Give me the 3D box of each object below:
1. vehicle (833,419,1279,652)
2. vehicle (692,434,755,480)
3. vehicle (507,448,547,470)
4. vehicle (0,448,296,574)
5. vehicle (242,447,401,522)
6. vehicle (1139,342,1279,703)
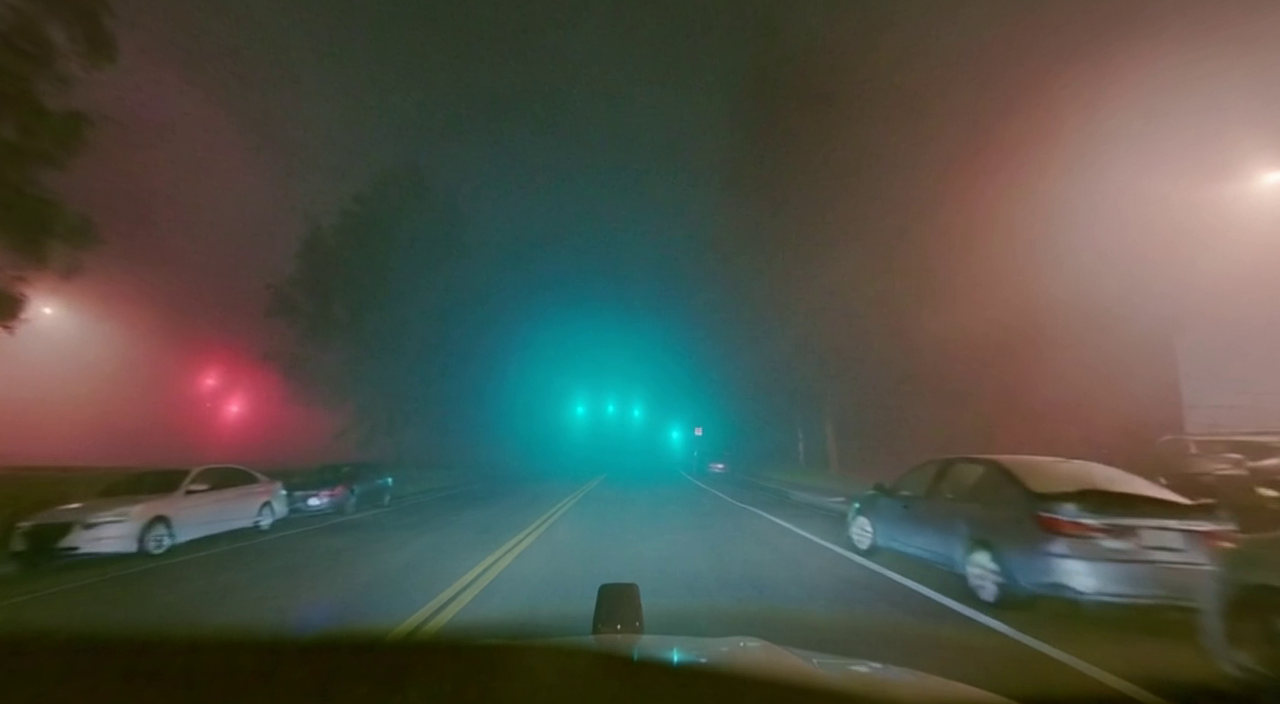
[{"bbox_3d":[3.821,1.623,6.652,2.069,1.494,4.620,3,-9,-1],"label":"vehicle"},{"bbox_3d":[3.699,4.756,28.876,2.034,1.906,4.653,0,-8,-2],"label":"vehicle"},{"bbox_3d":[-8.109,7.675,45.591,2.083,1.454,4.603,0,-8,-1],"label":"vehicle"},{"bbox_3d":[-7.694,2.341,10.195,2.013,1.550,4.290,0,-8,-3],"label":"vehicle"},{"bbox_3d":[-7.737,3.202,15.858,1.965,1.501,3.892,-1,-7,0],"label":"vehicle"},{"bbox_3d":[3.968,0.570,0.917,2.148,1.777,5.196,0,-8,-1],"label":"vehicle"}]
